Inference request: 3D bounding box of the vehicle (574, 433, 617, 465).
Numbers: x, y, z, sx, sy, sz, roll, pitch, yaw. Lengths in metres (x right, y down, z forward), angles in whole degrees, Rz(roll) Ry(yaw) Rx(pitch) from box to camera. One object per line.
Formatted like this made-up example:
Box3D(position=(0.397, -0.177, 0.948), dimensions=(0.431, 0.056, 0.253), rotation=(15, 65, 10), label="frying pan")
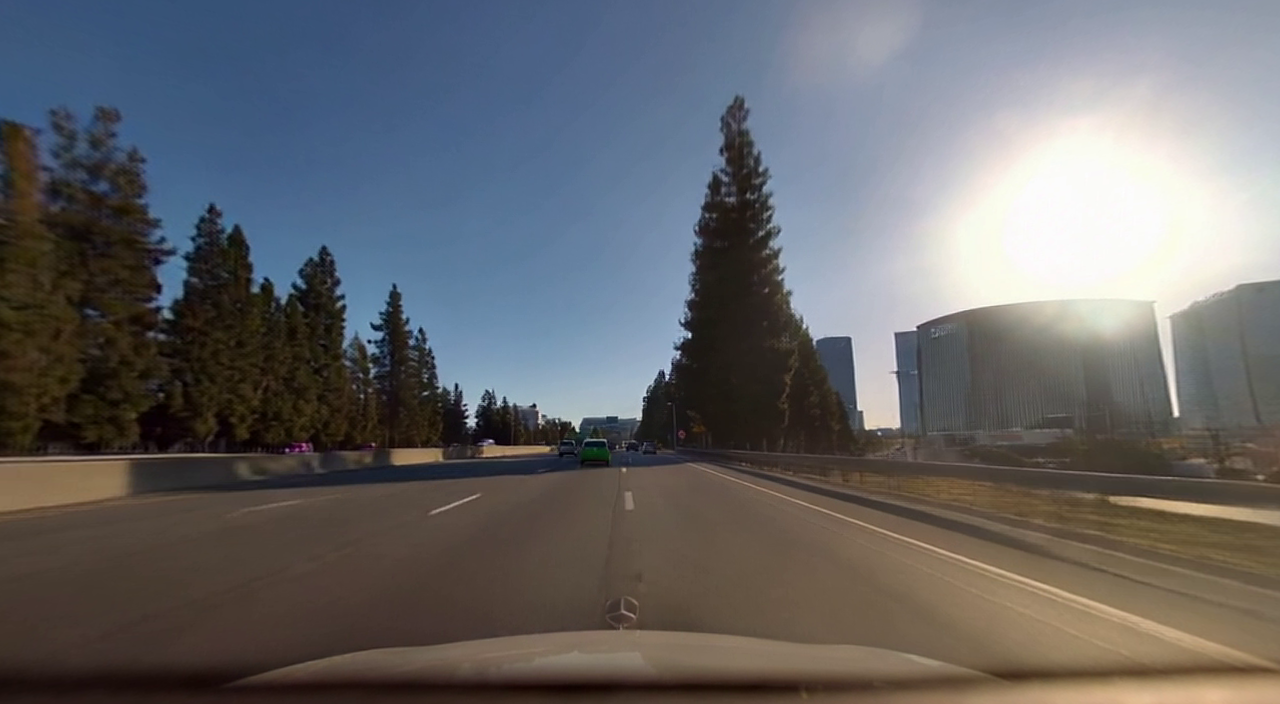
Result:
Box3D(position=(-2.641, 5.888, 38.444), dimensions=(2.302, 1.810, 4.707), rotation=(0, -8, 0), label="vehicle")
